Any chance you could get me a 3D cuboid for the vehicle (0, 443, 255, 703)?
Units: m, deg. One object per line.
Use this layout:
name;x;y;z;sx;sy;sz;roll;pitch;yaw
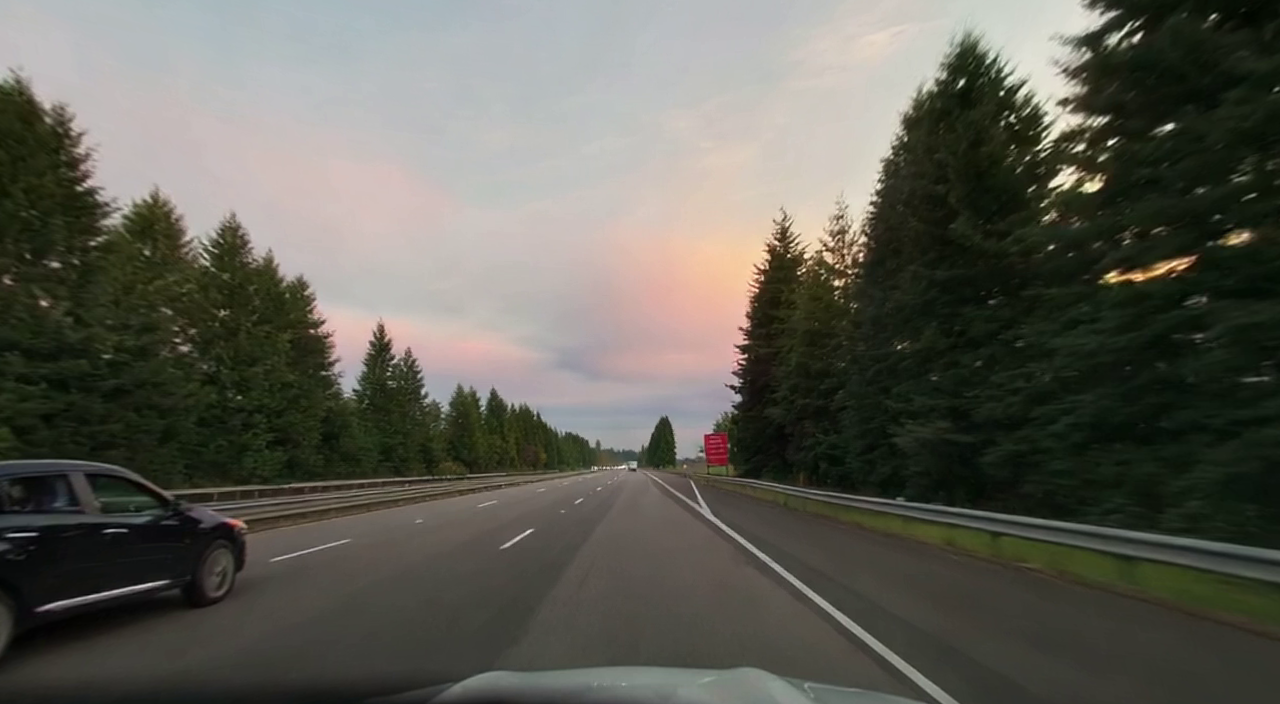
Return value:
vehicle;-4.258;1.105;2.769;2.183;1.435;4.653;1;-10;0
